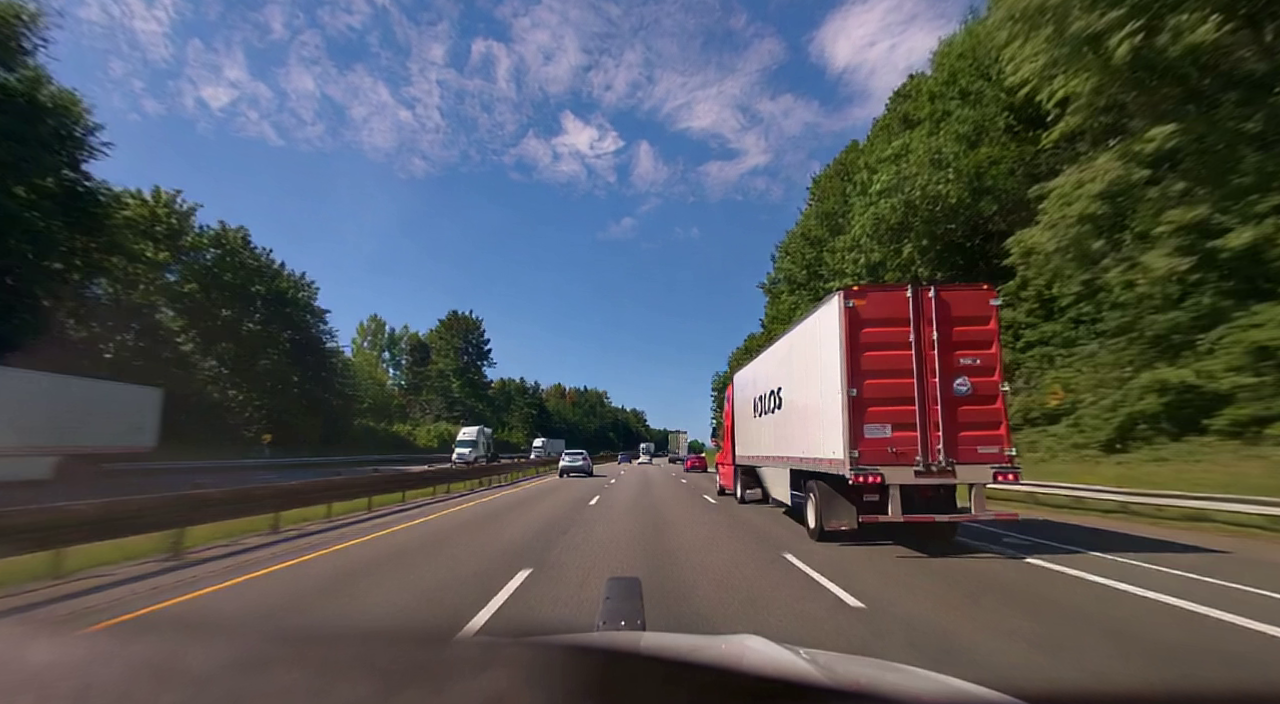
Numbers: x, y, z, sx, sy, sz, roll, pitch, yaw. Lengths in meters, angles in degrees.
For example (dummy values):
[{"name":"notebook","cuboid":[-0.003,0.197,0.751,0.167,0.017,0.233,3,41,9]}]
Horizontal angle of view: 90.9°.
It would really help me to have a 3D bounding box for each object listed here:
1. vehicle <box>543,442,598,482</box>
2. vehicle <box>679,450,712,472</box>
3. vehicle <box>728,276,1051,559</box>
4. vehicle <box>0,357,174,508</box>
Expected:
[{"name":"vehicle","cuboid":[-3.129,5.085,29.345,2.017,1.683,4.309,0,-9,1]},{"name":"vehicle","cuboid":[4.231,8.341,48.286,2.176,1.598,3.878,0,-9,0]},{"name":"vehicle","cuboid":[4.234,1.726,14.428,2.914,3.998,11.103,0,-9,1]},{"name":"vehicle","cuboid":[-20.079,2.202,17.420,2.976,4.305,14.763,0,-9,1]}]
